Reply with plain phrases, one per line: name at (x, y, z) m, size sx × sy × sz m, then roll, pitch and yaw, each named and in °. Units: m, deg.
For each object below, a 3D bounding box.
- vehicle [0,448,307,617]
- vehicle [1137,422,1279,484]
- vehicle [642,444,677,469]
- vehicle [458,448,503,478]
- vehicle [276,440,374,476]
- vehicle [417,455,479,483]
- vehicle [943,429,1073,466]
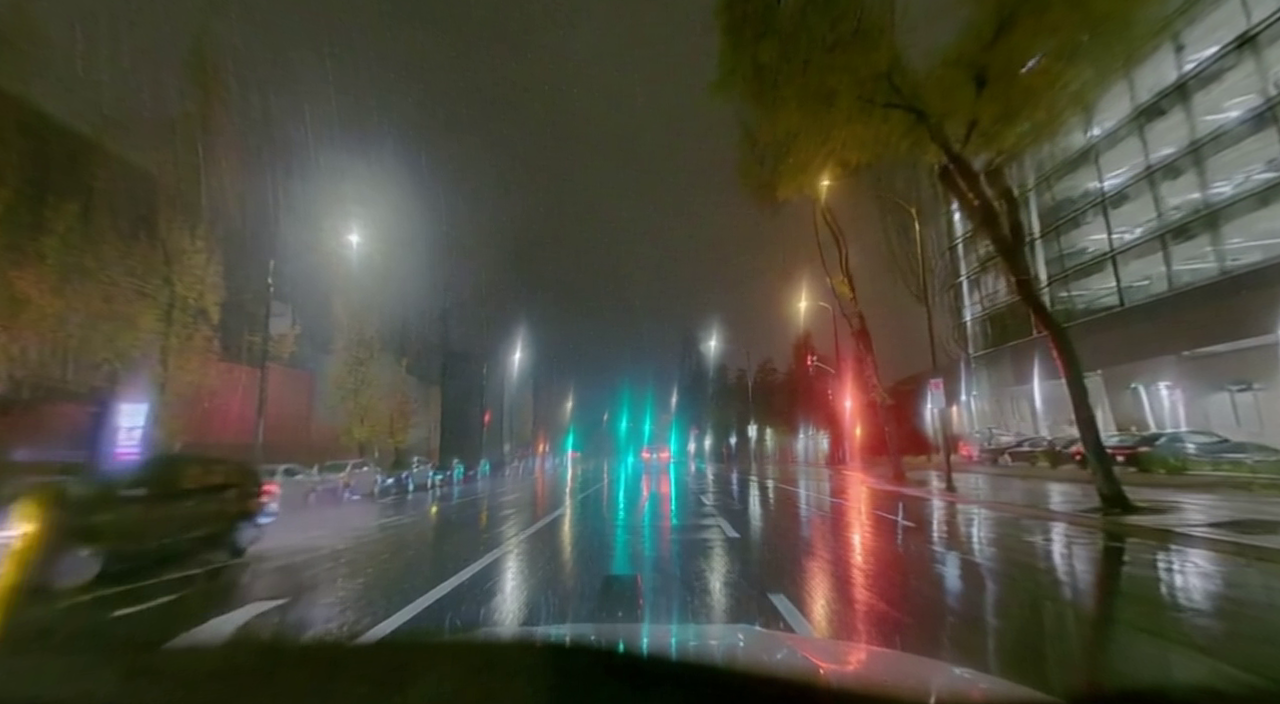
vehicle at (-6.398, 1.939, 7.851) m, size 1.993 × 1.463 × 4.265 m, roll -1°, pitch -8°, yaw 3°
vehicle at (16.037, 2.645, 16.856) m, size 3.922 × 1.420 × 1.784 m, roll -3°, pitch -9°, yaw 1°
vehicle at (1.216, 6.468, 39.237) m, size 2.051 × 1.454 × 4.132 m, roll 0°, pitch -8°, yaw 2°
vehicle at (-10.943, 7.611, 43.642) m, size 1.961 × 1.829 × 4.761 m, roll -1°, pitch -8°, yaw -1°
vehicle at (-20.898, 7.060, 42.044) m, size 5.470 × 1.945 × 2.151 m, roll -4°, pitch -9°, yaw 3°
vehicle at (-11.404, 6.985, 37.886) m, size 2.079 × 1.406 × 4.609 m, roll -1°, pitch -8°, yaw 4°
vehicle at (16.286, 4.258, 28.138) m, size 4.540 × 1.547 × 1.841 m, roll -1°, pitch -8°, yaw 4°
